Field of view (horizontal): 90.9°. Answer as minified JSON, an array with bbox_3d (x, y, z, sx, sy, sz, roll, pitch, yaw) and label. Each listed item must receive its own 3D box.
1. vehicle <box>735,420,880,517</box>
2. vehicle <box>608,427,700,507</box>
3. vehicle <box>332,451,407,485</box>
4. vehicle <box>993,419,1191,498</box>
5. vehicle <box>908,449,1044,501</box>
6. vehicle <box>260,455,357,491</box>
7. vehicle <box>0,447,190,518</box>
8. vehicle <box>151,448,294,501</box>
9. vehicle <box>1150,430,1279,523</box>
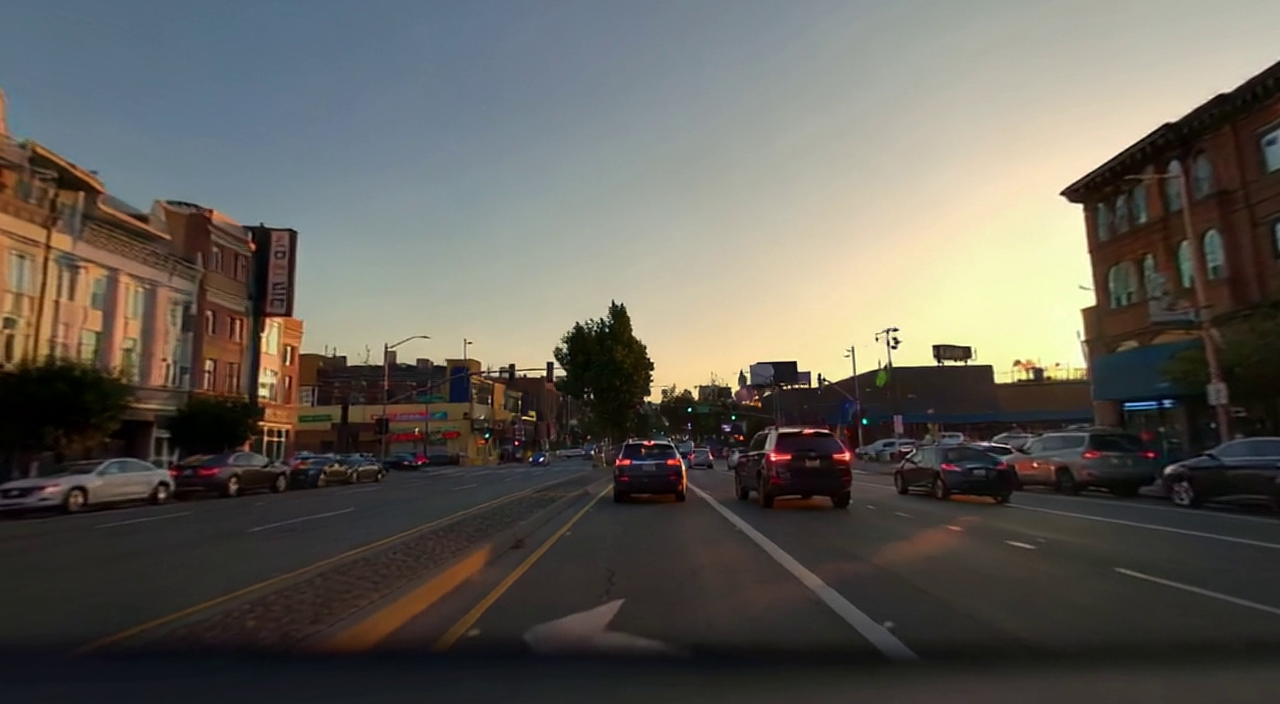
[{"bbox_3d":[3.751,2.706,15.303,2.115,1.932,5.189,0,-8,0],"label":"vehicle"},{"bbox_3d":[0.314,3.033,17.162,2.157,1.863,4.665,0,-8,0],"label":"vehicle"},{"bbox_3d":[-15.206,6.525,35.811,2.096,1.416,4.885,1,-6,1],"label":"vehicle"},{"bbox_3d":[14.119,3.414,20.329,2.172,2.060,5.546,-4,-10,1],"label":"vehicle"},{"bbox_3d":[10.469,3.828,20.109,1.863,1.426,4.494,0,-8,0],"label":"vehicle"},{"bbox_3d":[-15.187,5.537,29.267,1.792,1.429,5.161,0,-9,-1],"label":"vehicle"},{"bbox_3d":[-15.394,3.584,17.961,1.698,1.466,4.713,1,-6,0],"label":"vehicle"},{"bbox_3d":[-15.326,4.481,23.602,1.825,1.685,5.220,1,-8,-1],"label":"vehicle"},{"bbox_3d":[13.909,2.560,13.134,2.151,1.833,5.323,-1,-10,1],"label":"vehicle"}]
